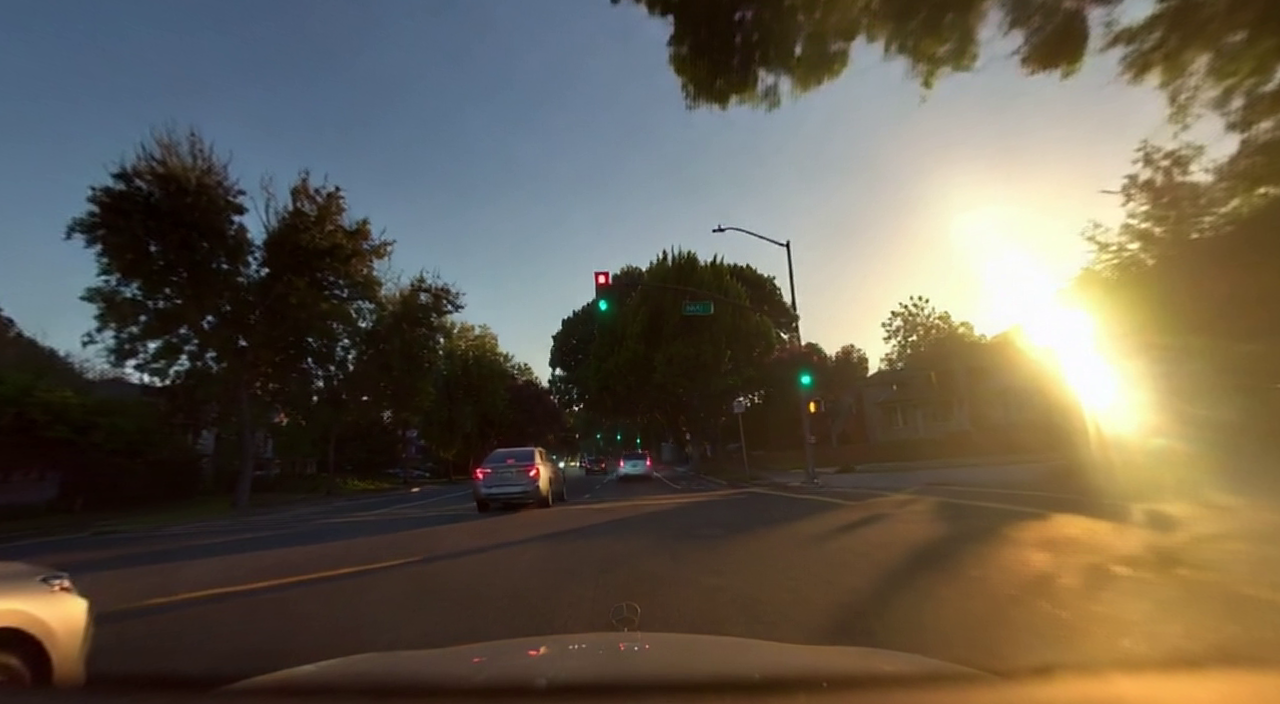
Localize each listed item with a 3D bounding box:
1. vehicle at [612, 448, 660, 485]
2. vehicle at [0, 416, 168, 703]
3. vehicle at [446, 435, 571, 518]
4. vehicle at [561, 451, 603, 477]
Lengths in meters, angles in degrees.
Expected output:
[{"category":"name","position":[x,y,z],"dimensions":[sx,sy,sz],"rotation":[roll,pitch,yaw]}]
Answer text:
[{"category":"vehicle","position":[-0.188,5.177,28.848],"dimensions":[2.062,1.518,3.901],"rotation":[-1,-8,-1]},{"category":"vehicle","position":[-3.521,0.793,0.998],"dimensions":[1.934,1.475,4.741],"rotation":[-1,-8,-1]},{"category":"vehicle","position":[-3.151,3.066,16.168],"dimensions":[2.157,1.771,4.452],"rotation":[-1,-8,1]},{"category":"vehicle","position":[-3.731,7.330,41.448],"dimensions":[2.268,1.522,4.350],"rotation":[-1,-8,0]}]
